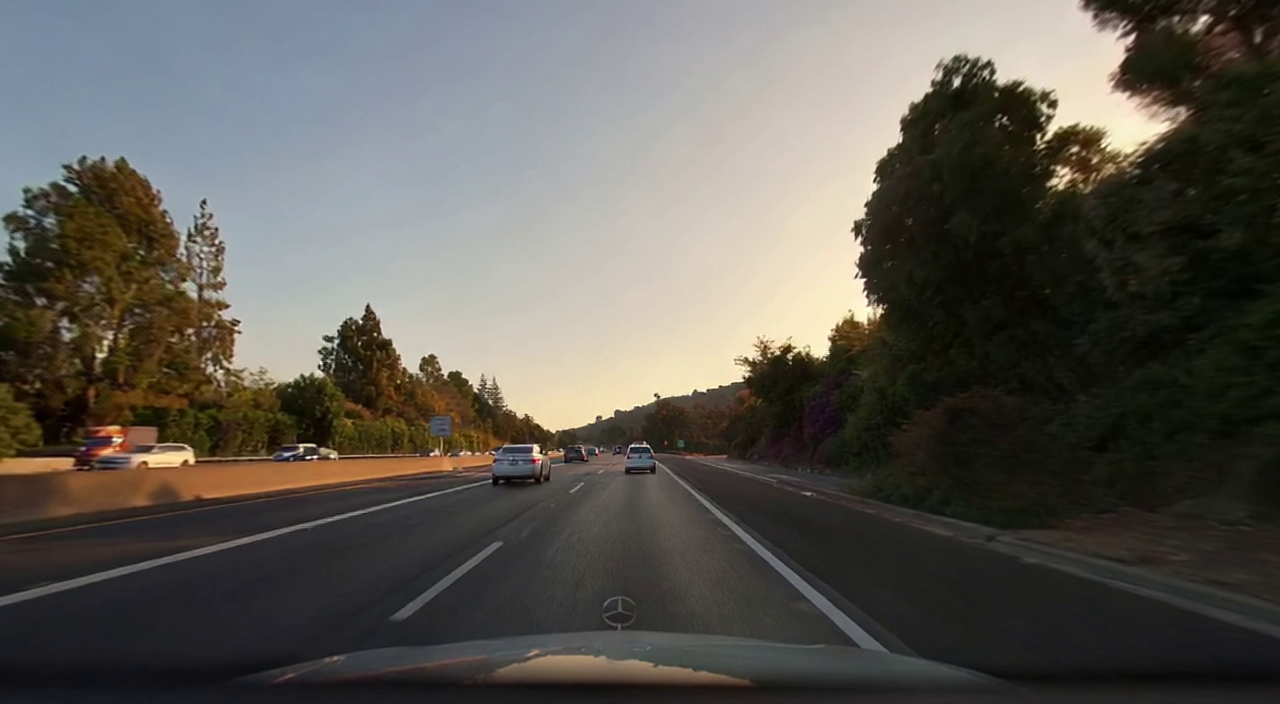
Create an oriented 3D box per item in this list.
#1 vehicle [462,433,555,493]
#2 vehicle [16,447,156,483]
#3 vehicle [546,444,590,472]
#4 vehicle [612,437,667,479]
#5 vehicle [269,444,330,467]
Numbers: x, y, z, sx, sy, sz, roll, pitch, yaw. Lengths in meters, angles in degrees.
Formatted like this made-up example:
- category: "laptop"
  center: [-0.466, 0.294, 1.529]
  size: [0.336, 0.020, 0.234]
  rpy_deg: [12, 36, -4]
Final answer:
- category: "vehicle"
  center: [-4.109, 3.550, 20.545]
  size: [2.044, 1.717, 4.421]
  rpy_deg: [0, -8, 1]
- category: "vehicle"
  center: [-25.097, 5.094, 28.899]
  size: [2.163, 1.480, 4.658]
  rpy_deg: [0, -8, 0]
- category: "vehicle"
  center: [-4.207, 6.231, 37.354]
  size: [2.084, 1.528, 4.094]
  rpy_deg: [0, -8, 0]
- category: "vehicle"
  center: [-0.063, 4.894, 29.423]
  size: [2.378, 1.750, 4.355]
  rpy_deg: [0, -8, -1]
- category: "vehicle"
  center: [-24.891, 7.589, 46.386]
  size: [1.921, 1.603, 4.515]
  rpy_deg: [0, -8, 0]
